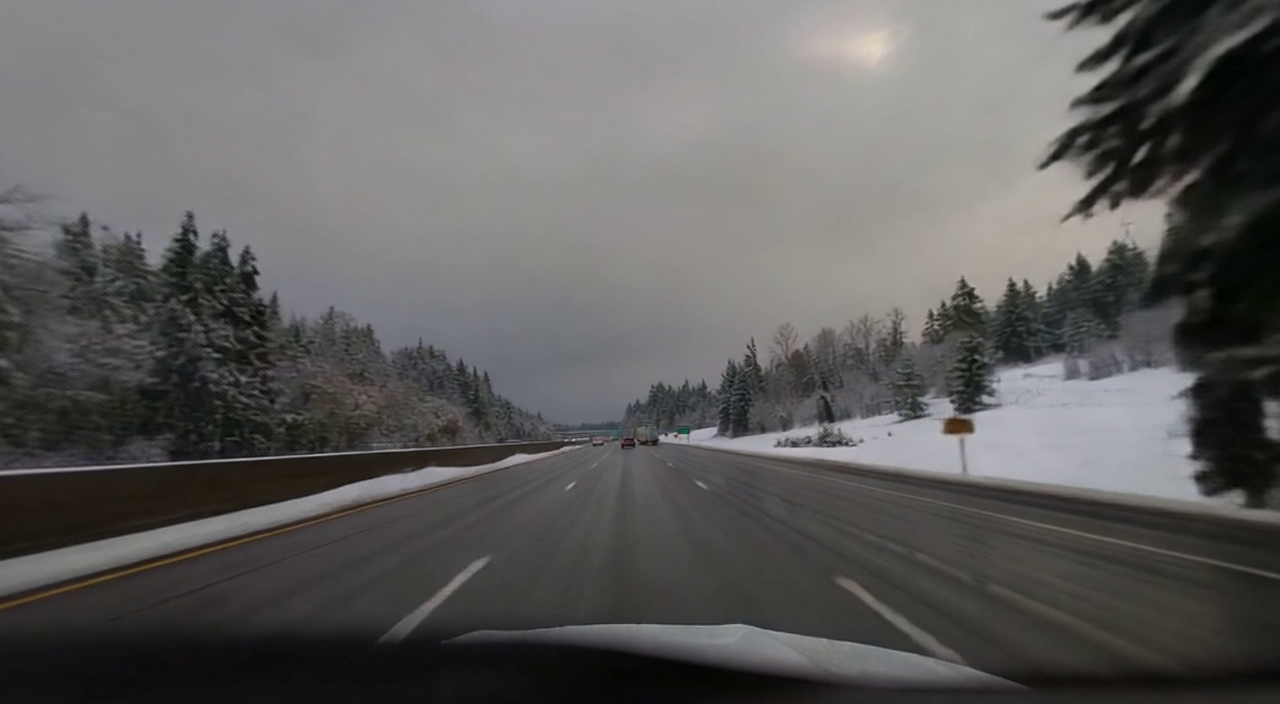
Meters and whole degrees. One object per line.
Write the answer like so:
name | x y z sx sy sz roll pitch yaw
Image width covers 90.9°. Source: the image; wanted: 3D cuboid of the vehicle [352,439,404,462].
vehicle | -17.085 6.443 41.271 1.845 1.402 3.609 0 -8 -1
